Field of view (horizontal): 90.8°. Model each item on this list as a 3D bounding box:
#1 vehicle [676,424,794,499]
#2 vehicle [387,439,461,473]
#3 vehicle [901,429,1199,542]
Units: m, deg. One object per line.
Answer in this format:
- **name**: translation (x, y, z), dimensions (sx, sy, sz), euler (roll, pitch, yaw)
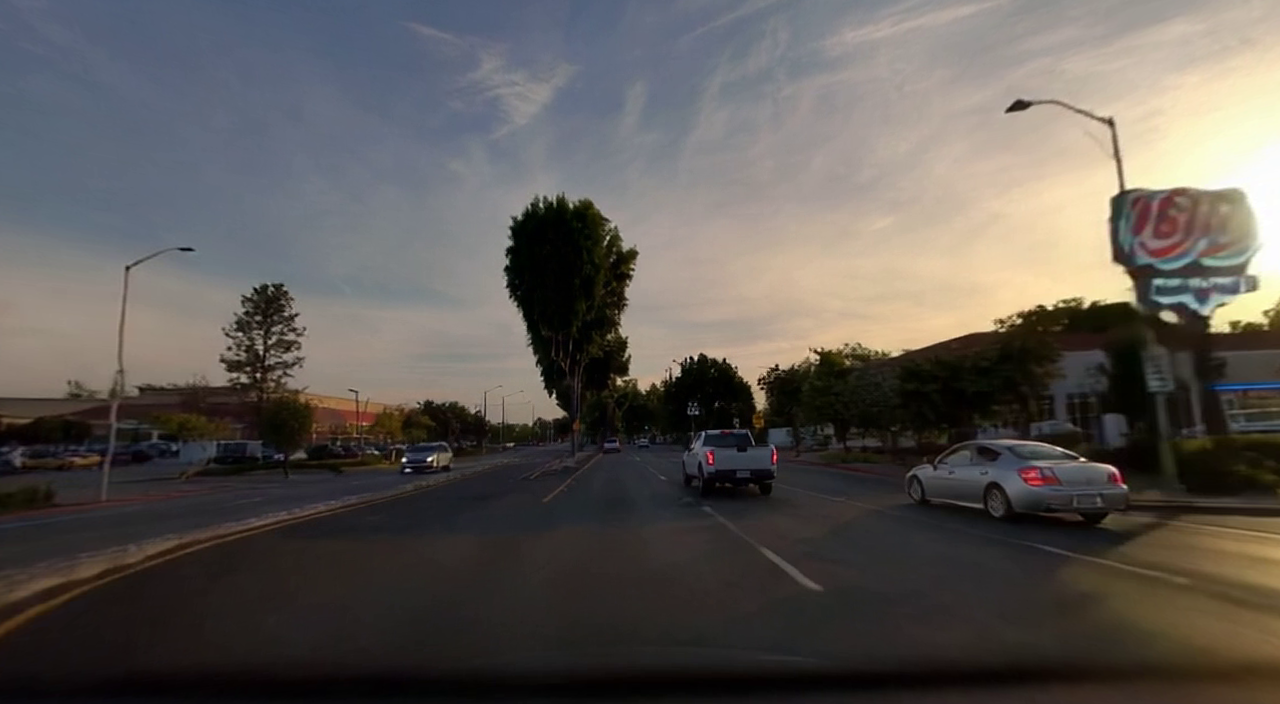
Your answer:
- **vehicle**: translation (2.383, 2.952, 17.379), dimensions (2.214, 1.749, 4.998), euler (1, -9, -3)
- **vehicle**: translation (-13.572, 6.588, 40.241), dimensions (2.868, 1.978, 5.632), euler (0, -8, -2)
- **vehicle**: translation (6.370, 2.101, 10.598), dimensions (1.986, 1.480, 4.296), euler (0, -8, -2)
